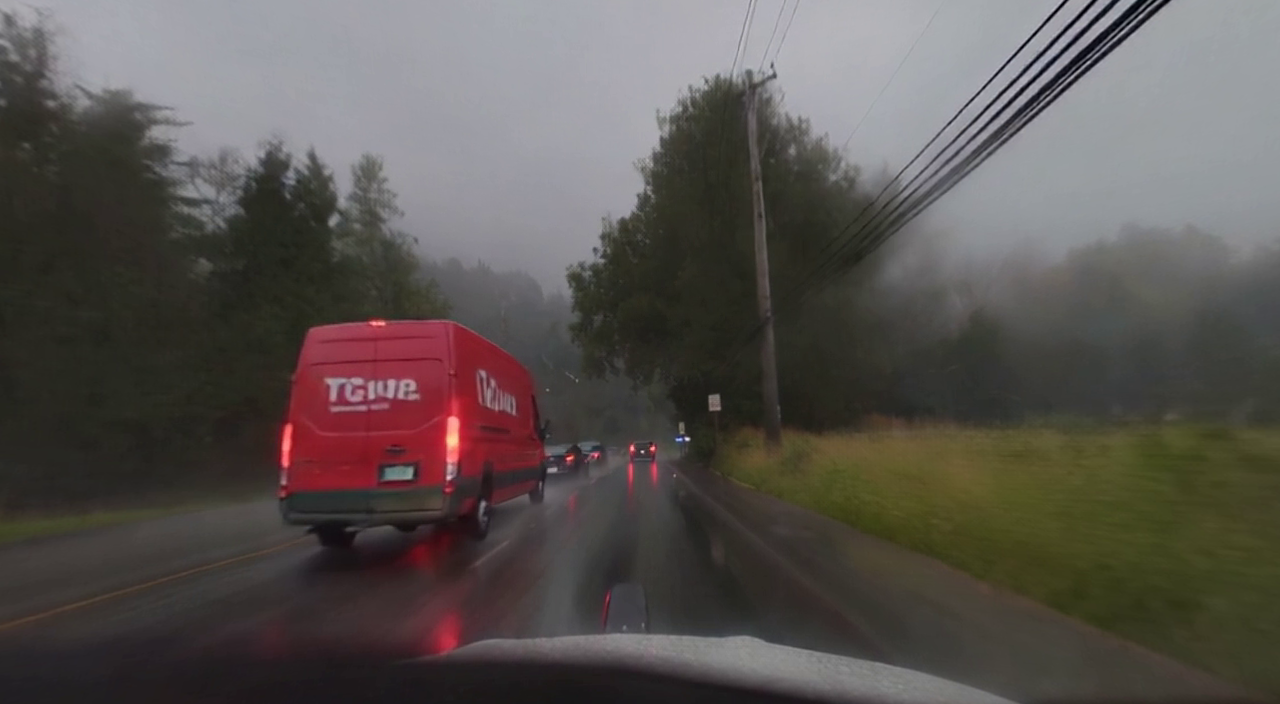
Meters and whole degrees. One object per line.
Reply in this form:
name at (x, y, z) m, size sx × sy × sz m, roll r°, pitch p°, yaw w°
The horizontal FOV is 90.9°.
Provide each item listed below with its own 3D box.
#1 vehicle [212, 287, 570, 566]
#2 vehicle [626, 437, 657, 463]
vehicle at (-3.312, 1.482, 11.759) m, size 2.818 × 3.181 × 9.114 m, roll 0°, pitch -9°, yaw 1°
vehicle at (0.167, 7.424, 47.831) m, size 2.241 × 1.912 × 4.095 m, roll 0°, pitch -8°, yaw 1°
